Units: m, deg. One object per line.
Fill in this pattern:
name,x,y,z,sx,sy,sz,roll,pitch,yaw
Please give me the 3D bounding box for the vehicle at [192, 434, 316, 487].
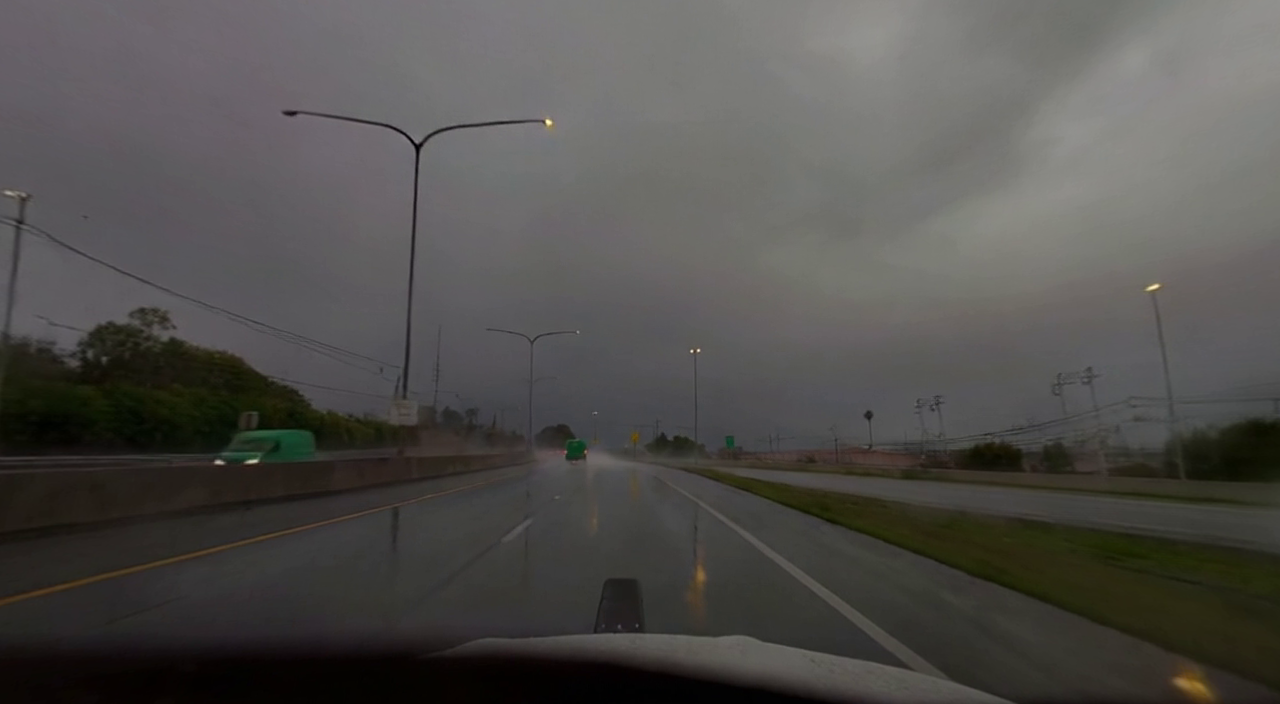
vehicle,-14.680,4.137,24.265,2.084,1.806,4.332,0,-9,-2
